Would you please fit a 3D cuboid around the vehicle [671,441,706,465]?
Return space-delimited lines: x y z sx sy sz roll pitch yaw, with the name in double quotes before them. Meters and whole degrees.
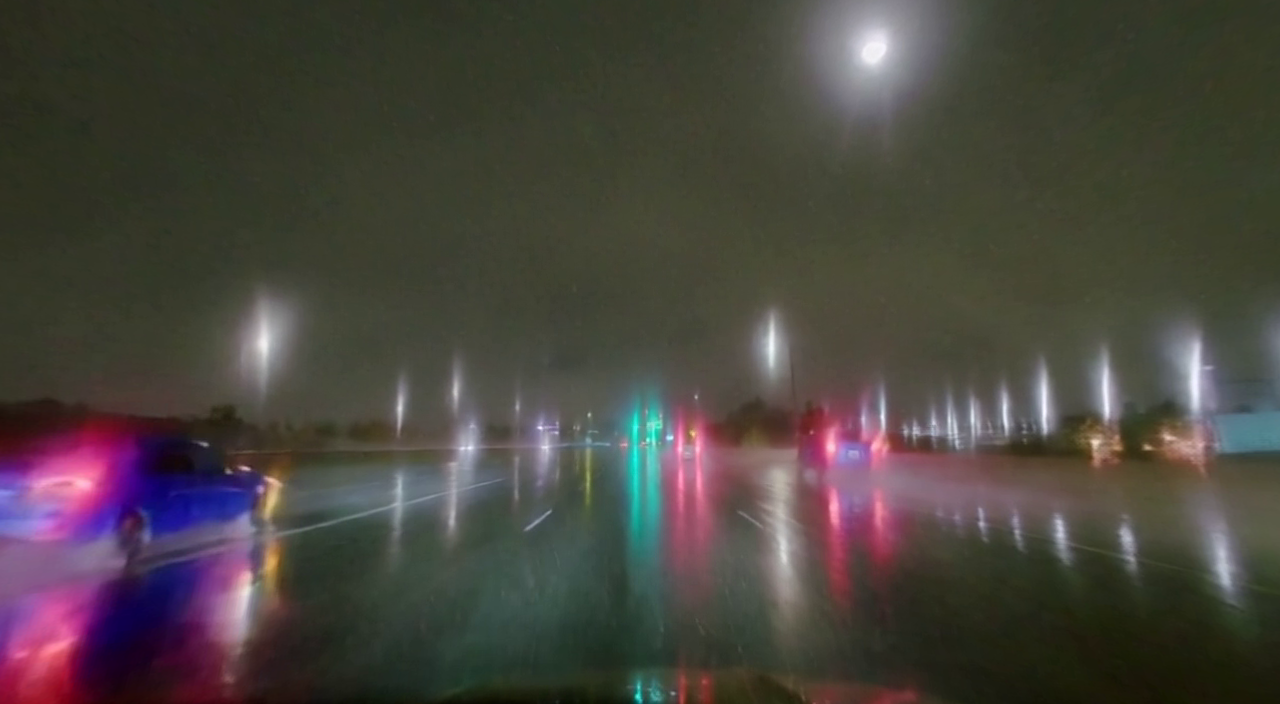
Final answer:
"vehicle" 3.281 6.944 43.512 2.000 1.533 3.770 0 -8 -2

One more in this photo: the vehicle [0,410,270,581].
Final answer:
"vehicle" -7.499 1.703 8.344 2.083 1.696 5.464 1 -8 -2

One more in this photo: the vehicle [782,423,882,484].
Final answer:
"vehicle" 6.773 3.632 22.881 2.065 1.953 4.605 0 -8 -1
